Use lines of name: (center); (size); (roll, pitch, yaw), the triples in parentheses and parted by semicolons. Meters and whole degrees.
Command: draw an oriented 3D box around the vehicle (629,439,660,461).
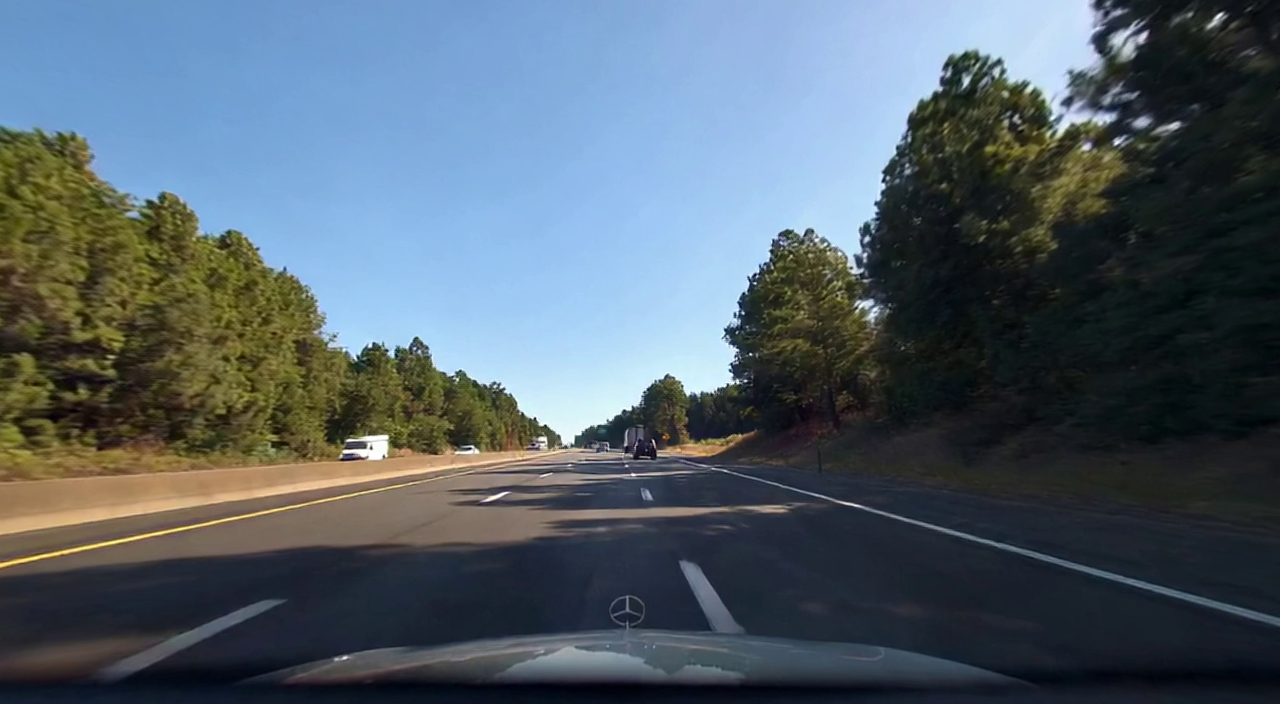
vehicle: (0.283, 7.526, 48.580); (2.251, 1.638, 4.296); (0, -8, -2)

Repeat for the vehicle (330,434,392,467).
vehicle: (-21.704, 7.685, 49.244); (2.308, 2.388, 5.775); (0, -8, -2)
